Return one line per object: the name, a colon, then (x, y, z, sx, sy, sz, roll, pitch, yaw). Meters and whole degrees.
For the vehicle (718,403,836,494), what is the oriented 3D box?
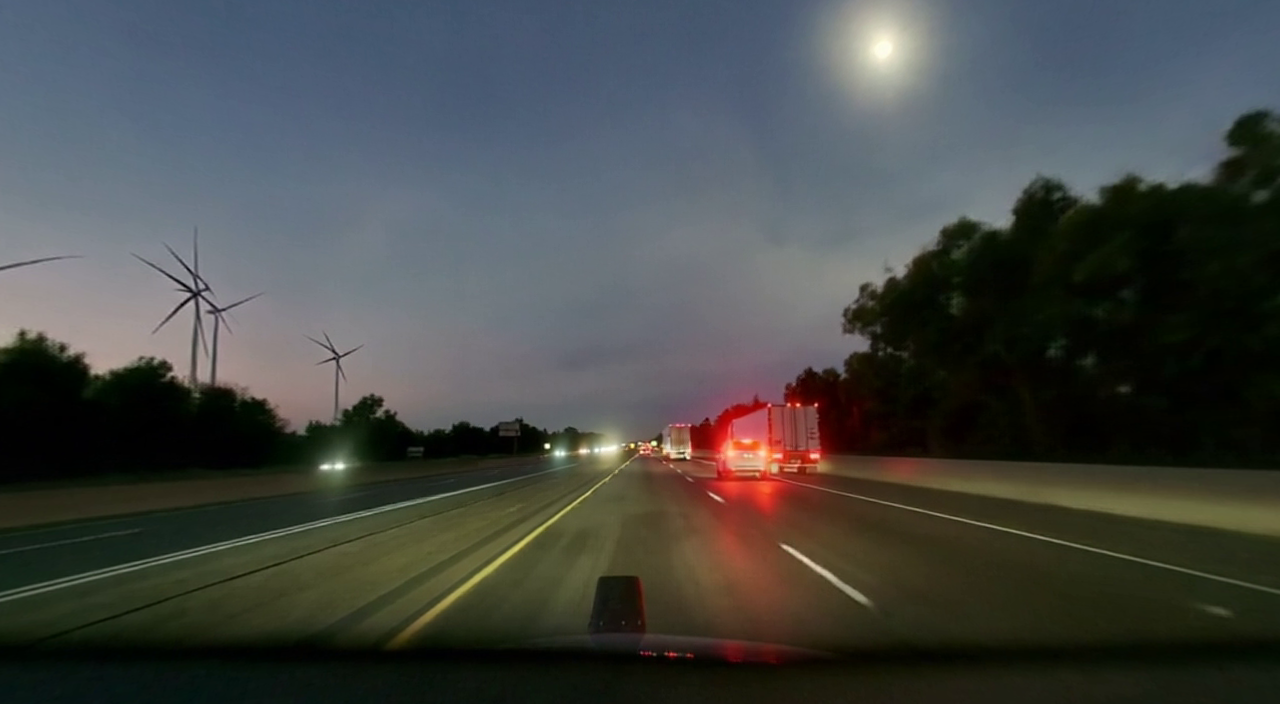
vehicle: (4.349, 3.245, 21.155, 2.609, 2.648, 5.397, 0, -9, -1)
